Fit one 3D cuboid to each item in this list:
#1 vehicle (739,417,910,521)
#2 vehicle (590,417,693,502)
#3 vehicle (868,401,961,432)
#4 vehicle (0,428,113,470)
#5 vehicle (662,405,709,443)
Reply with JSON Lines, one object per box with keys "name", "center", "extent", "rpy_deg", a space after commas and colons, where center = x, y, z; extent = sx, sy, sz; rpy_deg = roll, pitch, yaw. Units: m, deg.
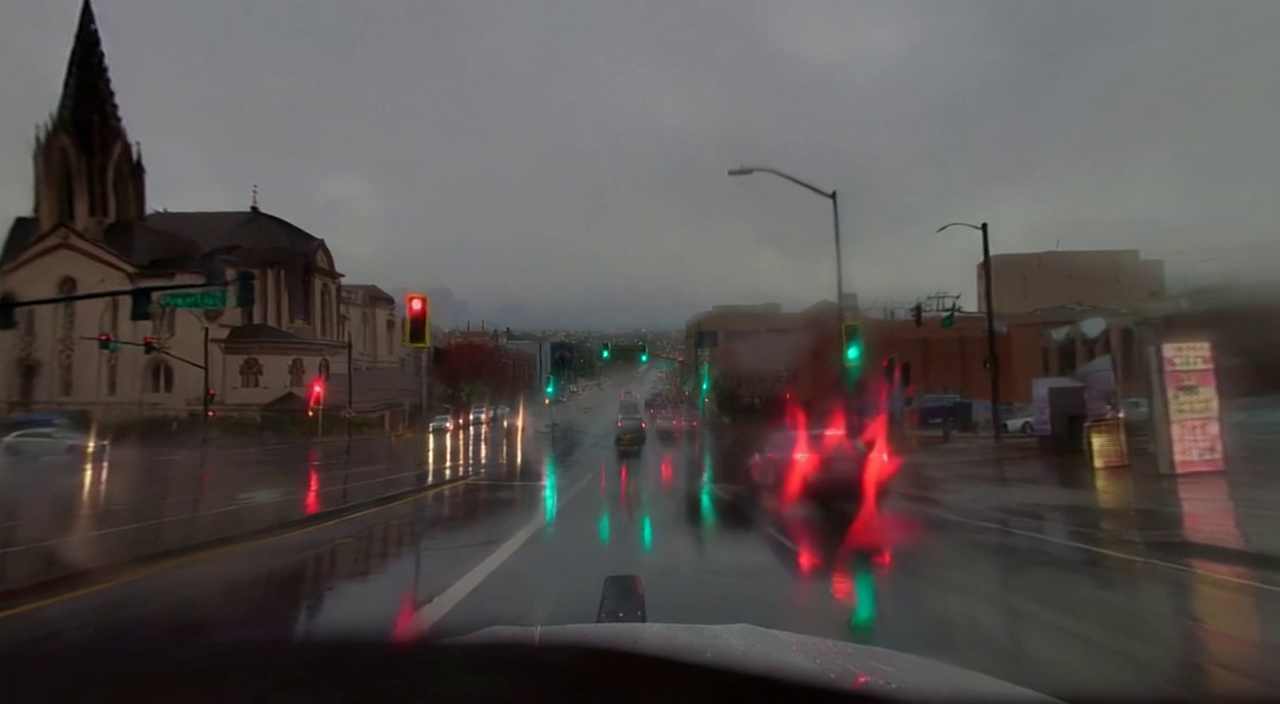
{"name": "vehicle", "center": [3.540, 2.359, 13.229], "extent": [2.080, 1.735, 4.650], "rpy_deg": [1, -8, -1]}
{"name": "vehicle", "center": [0.048, 2.591, 15.548], "extent": [2.168, 1.776, 4.135], "rpy_deg": [0, -8, 0]}
{"name": "vehicle", "center": [16.432, 3.876, 37.968], "extent": [4.512, 1.734, 2.143], "rpy_deg": [-1, -6, -5]}
{"name": "vehicle", "center": [-30.481, 4.929, 32.318], "extent": [4.955, 1.828, 2.268], "rpy_deg": [0, -3, -3]}
{"name": "vehicle", "center": [2.635, 4.225, 37.799], "extent": [2.228, 1.922, 5.335], "rpy_deg": [0, -3, -2]}
